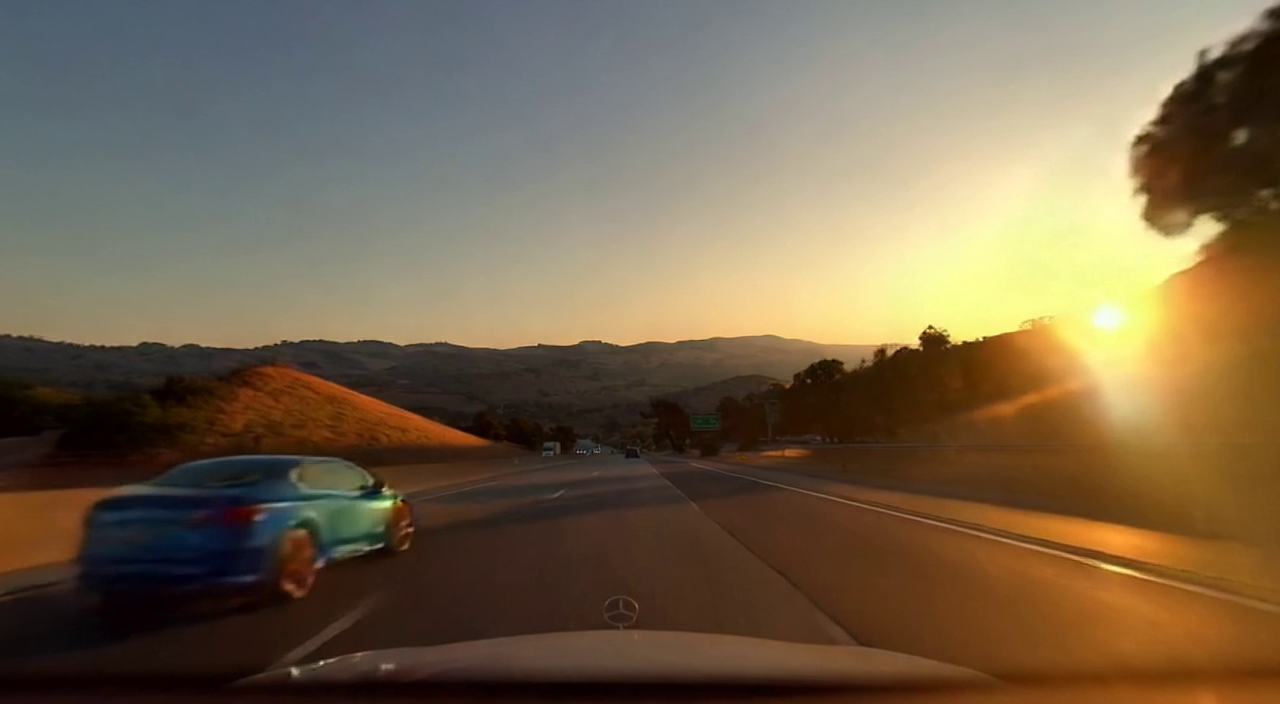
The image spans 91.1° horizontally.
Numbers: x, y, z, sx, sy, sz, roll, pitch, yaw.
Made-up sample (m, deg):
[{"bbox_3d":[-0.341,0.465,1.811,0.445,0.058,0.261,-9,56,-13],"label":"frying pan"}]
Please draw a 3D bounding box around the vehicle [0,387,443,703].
[{"bbox_3d":[-3.312,1.278,4.876,2.069,1.573,4.589,0,-9,0],"label":"vehicle"}]
